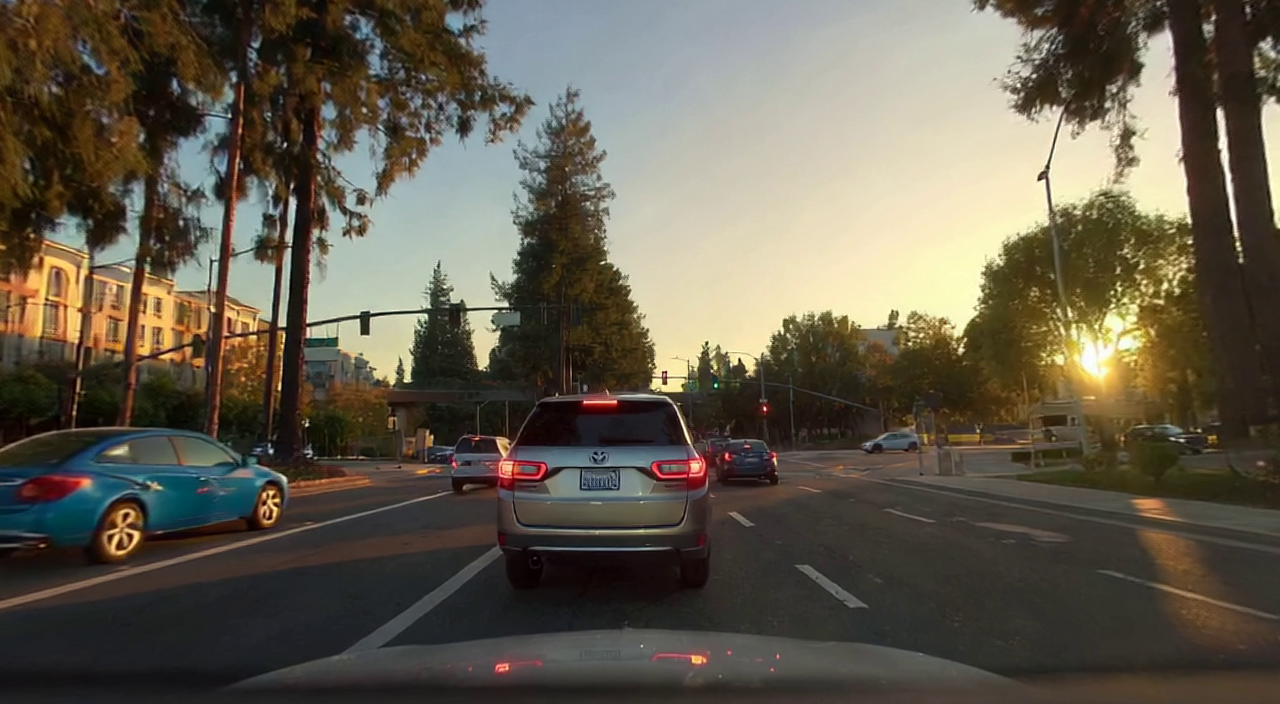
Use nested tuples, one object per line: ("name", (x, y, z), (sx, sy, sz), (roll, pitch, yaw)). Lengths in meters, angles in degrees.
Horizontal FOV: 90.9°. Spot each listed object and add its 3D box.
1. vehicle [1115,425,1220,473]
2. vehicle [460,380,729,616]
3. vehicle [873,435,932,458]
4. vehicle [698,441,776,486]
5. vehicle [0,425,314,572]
("vehicle", (19.246, 3.512, 22.938), (4.215, 1.578, 1.892), (7, -11, -37))
("vehicle", (-0.342, 1.440, 7.094), (2.064, 1.817, 4.298), (0, -8, 0))
("vehicle", (20.004, 7.199, 47.930), (4.361, 1.653, 2.034), (6, -10, -35))
("vehicle", (3.314, 3.904, 22.386), (2.104, 1.441, 4.240), (0, -8, 1))
("vehicle", (-6.996, 1.856, 8.934), (2.060, 1.473, 4.950), (0, -8, 0))
